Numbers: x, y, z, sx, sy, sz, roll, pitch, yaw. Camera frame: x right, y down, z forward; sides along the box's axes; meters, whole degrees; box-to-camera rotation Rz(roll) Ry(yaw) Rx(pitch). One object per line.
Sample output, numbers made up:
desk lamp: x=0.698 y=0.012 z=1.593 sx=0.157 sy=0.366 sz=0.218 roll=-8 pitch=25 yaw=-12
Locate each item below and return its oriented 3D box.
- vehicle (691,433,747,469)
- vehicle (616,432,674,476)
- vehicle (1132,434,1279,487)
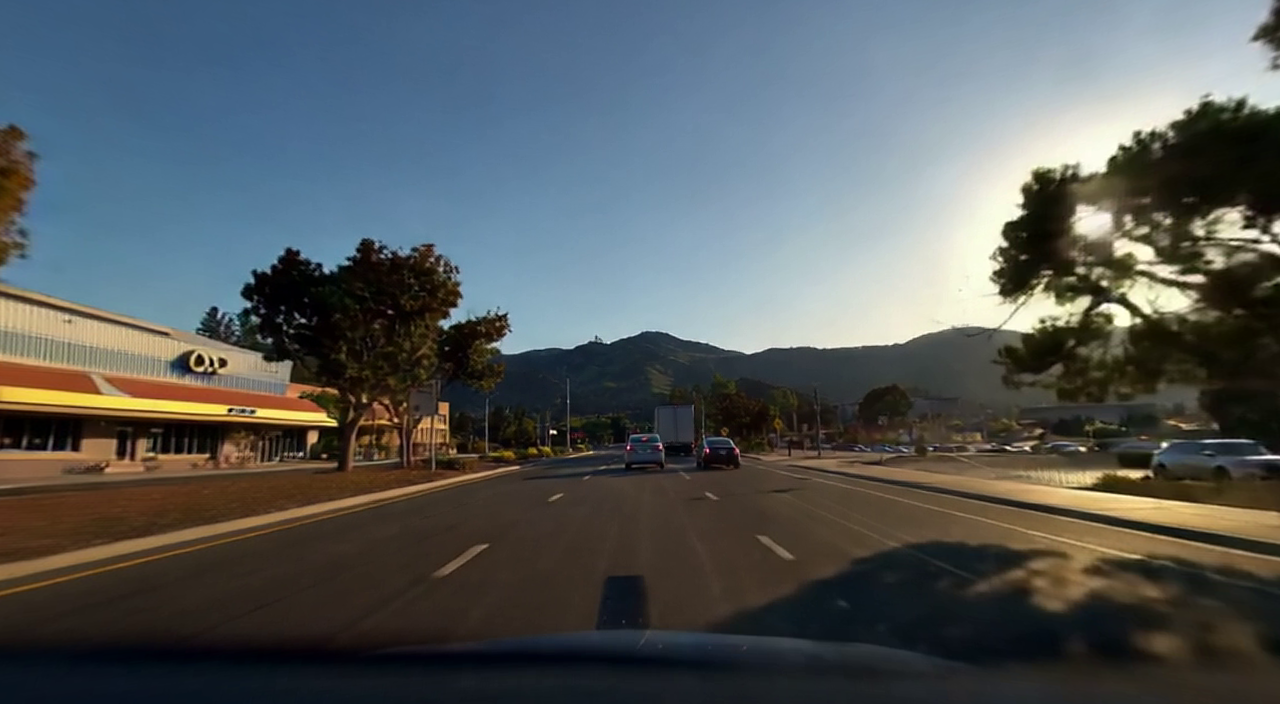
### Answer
vehicle: x=3.821 y=4.868 z=31.067 sx=2.088 sy=1.655 sz=4.360 roll=0 pitch=-8 yaw=-1
vehicle: x=0.140 y=4.111 z=25.516 sx=2.193 sy=1.651 sz=3.946 roll=0 pitch=-8 yaw=-1
vehicle: x=19.589 y=3.644 z=21.423 sx=2.068 sy=1.627 sz=4.269 roll=0 pitch=-8 yaw=-1
